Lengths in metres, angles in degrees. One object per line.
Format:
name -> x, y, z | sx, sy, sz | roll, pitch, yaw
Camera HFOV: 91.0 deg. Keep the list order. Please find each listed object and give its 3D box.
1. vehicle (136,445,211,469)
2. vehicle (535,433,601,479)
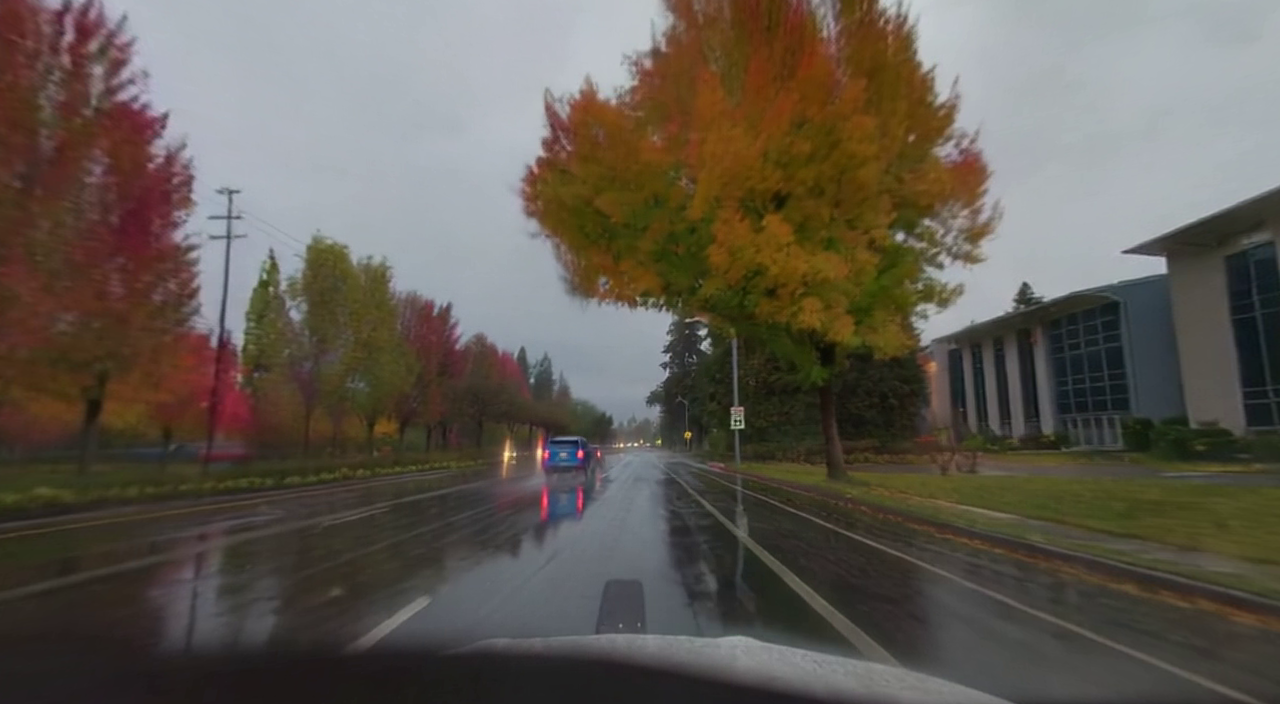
vehicle -> -33.539, 7.548, 45.345 | 3.856, 1.655, 1.842 | 1, -9, -3
vehicle -> -2.994, 4.458, 27.077 | 2.112, 1.779, 4.489 | 0, -9, 2
